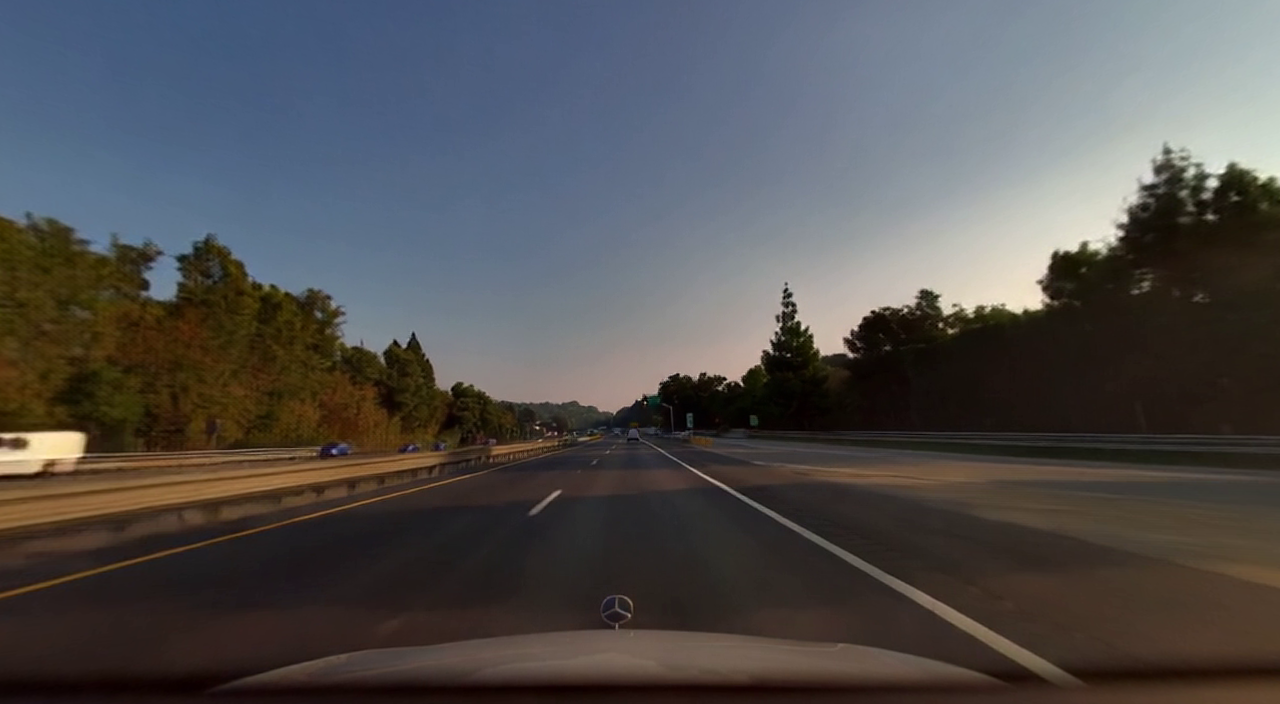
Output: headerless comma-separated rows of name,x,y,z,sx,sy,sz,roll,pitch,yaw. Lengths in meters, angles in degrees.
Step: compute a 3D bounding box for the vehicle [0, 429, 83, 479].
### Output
vehicle,-29.877,4.745,29.537,2.218,2.231,5.714,0,-8,-1
